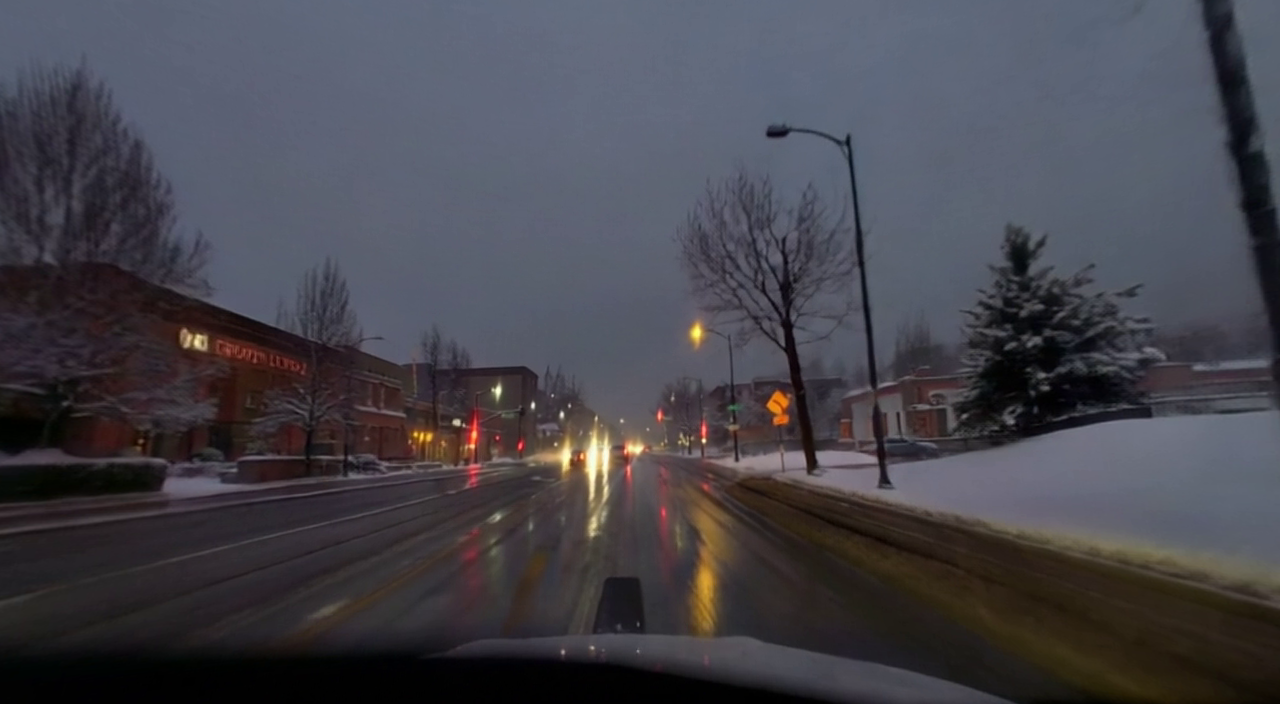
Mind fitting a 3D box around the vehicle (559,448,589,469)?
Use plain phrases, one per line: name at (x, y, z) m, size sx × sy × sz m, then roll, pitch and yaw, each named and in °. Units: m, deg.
vehicle at (-5.105, 8.243, 49.120) m, size 1.889 × 1.572 × 3.599 m, roll 0°, pitch -8°, yaw 1°
